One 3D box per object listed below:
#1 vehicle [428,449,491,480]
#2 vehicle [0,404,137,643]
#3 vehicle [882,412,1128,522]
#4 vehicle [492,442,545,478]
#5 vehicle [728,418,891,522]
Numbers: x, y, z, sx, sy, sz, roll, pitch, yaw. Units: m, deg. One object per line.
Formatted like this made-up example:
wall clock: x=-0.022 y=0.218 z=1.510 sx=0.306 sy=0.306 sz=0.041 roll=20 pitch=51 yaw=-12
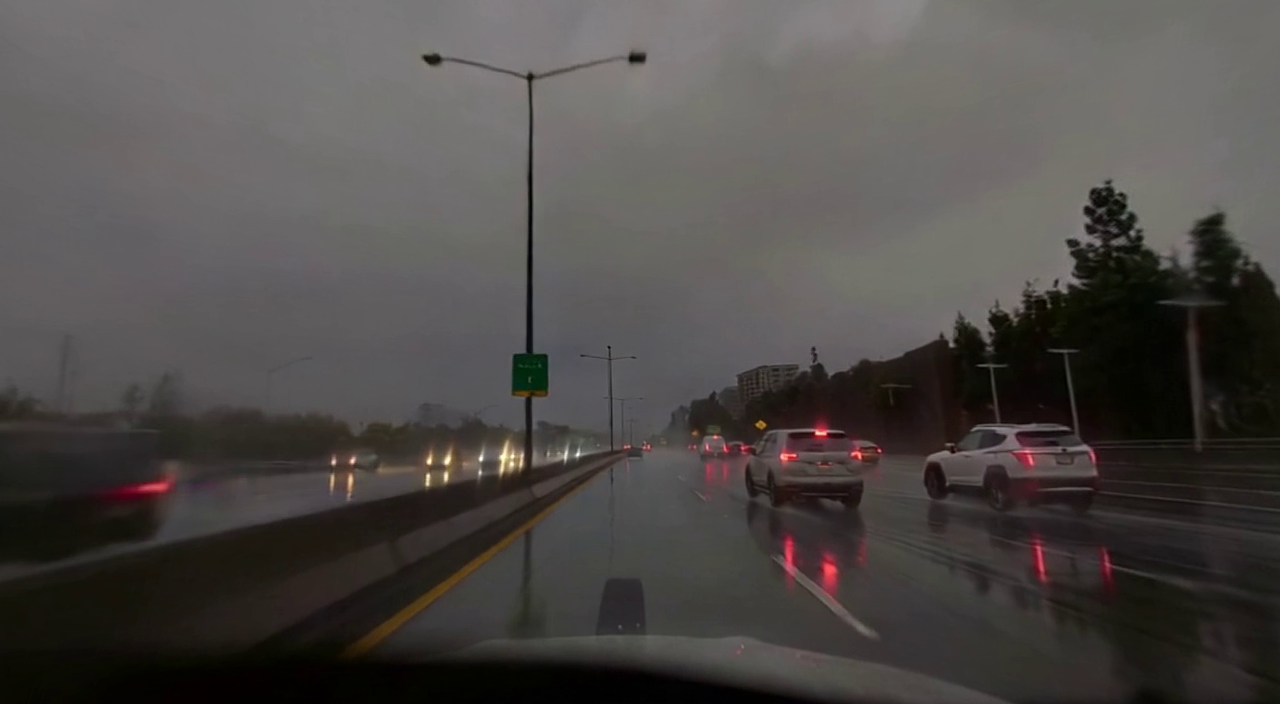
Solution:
vehicle: x=-9.319 y=5.846 z=32.992 sx=1.950 sy=1.464 sz=4.309 roll=0 pitch=-9 yaw=1
vehicle: x=-5.522 y=1.015 z=3.200 sx=2.184 sy=1.638 sz=4.522 roll=0 pitch=-9 yaw=0
vehicle: x=7.006 y=2.282 z=12.998 sx=2.040 sy=1.801 sz=4.959 roll=0 pitch=-9 yaw=0
vehicle: x=-5.794 y=5.174 z=30.604 sx=1.827 sy=1.619 sz=3.866 roll=0 pitch=-9 yaw=-1
vehicle: x=3.135 y=2.298 z=12.738 sx=2.059 sy=1.711 sz=4.302 roll=0 pitch=-9 yaw=0
